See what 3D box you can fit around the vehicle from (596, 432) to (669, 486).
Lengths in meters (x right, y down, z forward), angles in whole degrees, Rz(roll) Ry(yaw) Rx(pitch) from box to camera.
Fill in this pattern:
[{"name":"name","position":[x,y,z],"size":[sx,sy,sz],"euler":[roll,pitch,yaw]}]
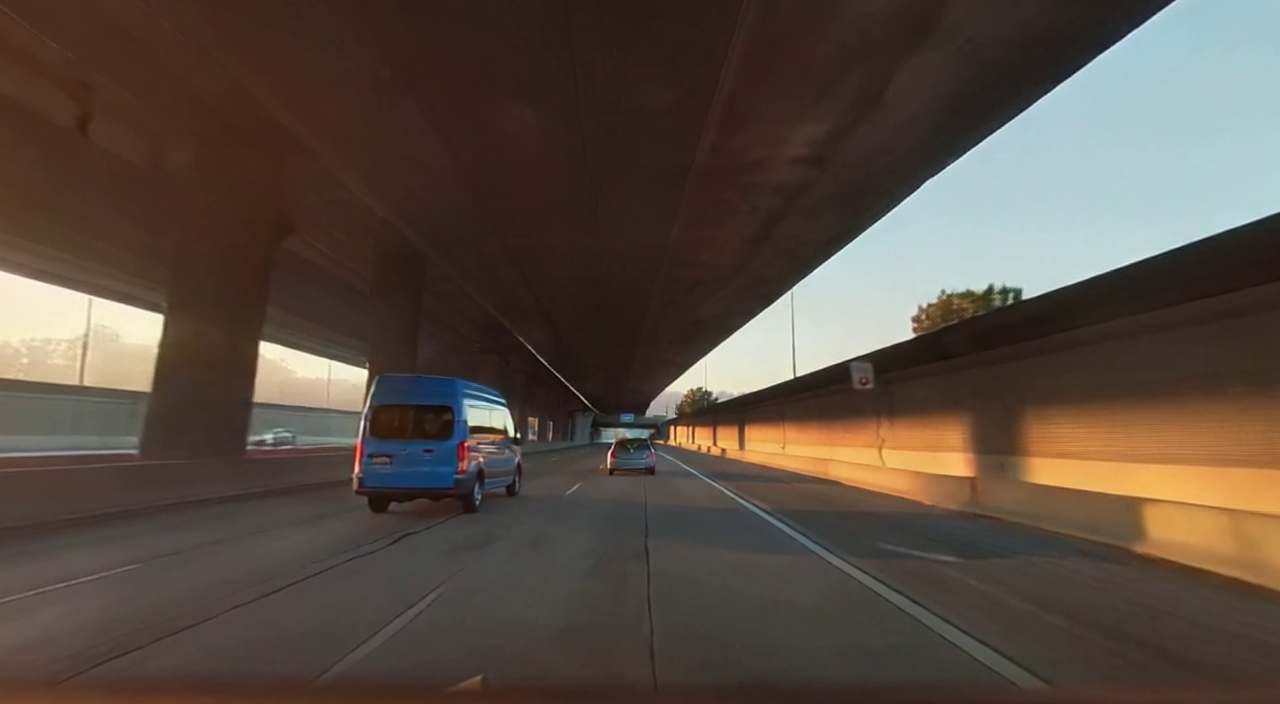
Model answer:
[{"name":"vehicle","position":[-0.214,3.391,20.363],"size":[2.095,1.553,4.069],"euler":[0,-8,0]}]

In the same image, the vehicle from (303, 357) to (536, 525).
[{"name":"vehicle","position":[-3.683,1.661,11.940],"size":[2.404,2.459,5.229],"euler":[0,-8,1]}]
